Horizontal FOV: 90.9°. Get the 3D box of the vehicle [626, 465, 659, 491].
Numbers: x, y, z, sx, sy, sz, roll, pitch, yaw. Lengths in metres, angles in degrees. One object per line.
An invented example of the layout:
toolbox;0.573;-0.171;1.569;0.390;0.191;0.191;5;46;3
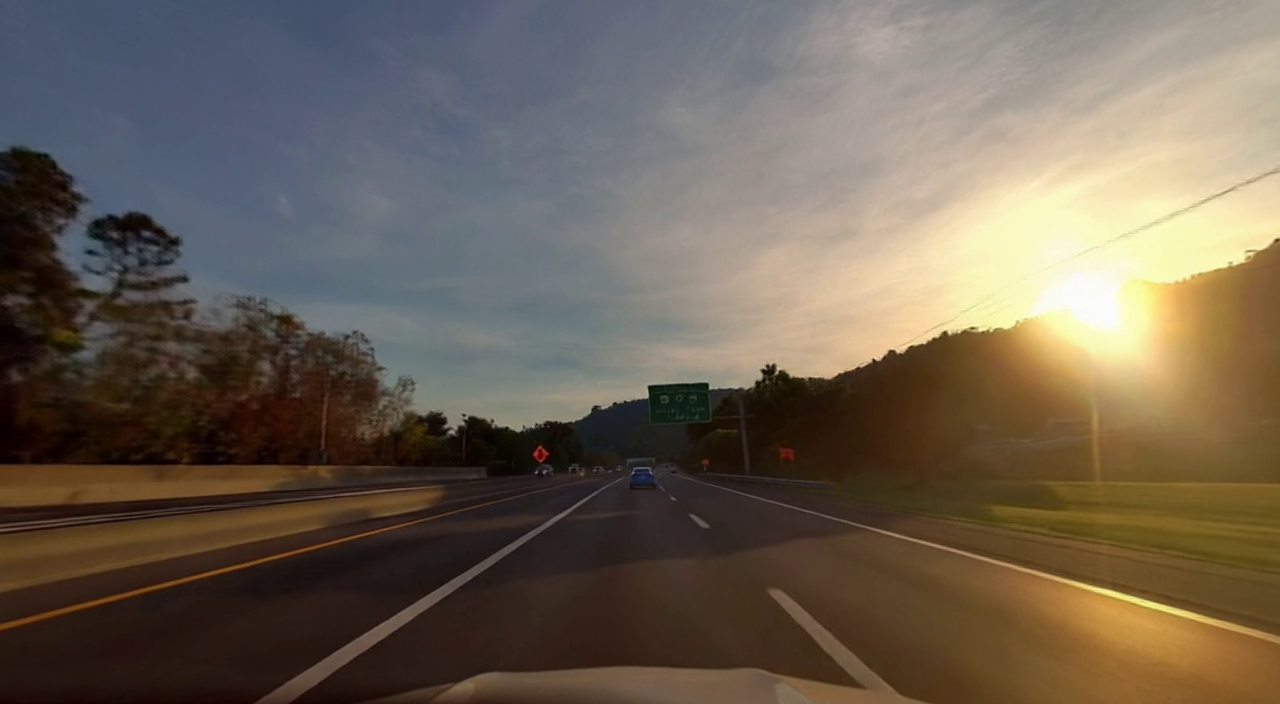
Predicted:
vehicle;0.142;8.013;40.178;2.016;1.530;4.009;1;-10;0
